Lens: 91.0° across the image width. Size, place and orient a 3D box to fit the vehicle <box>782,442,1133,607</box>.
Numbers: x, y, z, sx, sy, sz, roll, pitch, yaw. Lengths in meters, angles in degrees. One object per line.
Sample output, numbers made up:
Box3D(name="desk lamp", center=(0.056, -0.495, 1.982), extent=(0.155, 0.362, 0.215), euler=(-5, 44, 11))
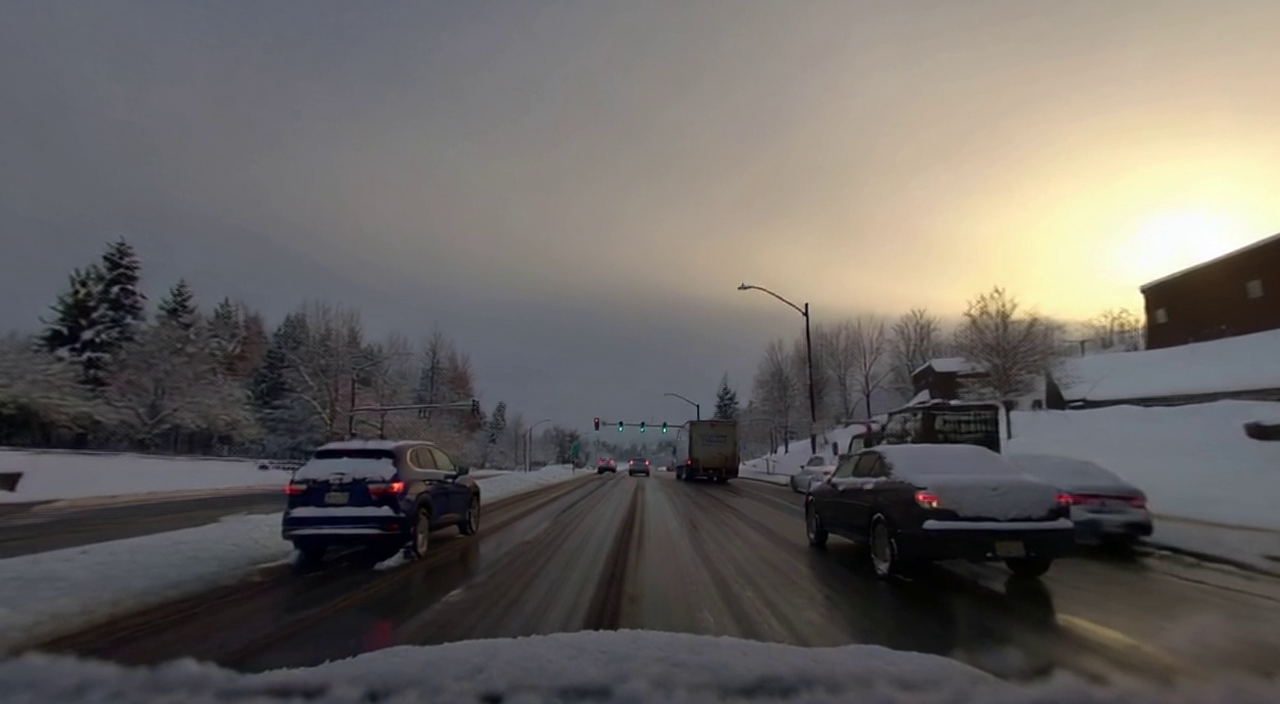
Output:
Box3D(name="vehicle", center=(3.416, 1.929, 8.180), extent=(1.915, 1.449, 4.970), euler=(0, -9, -1))

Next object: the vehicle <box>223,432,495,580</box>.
Box3D(name="vehicle", center=(-3.500, 1.976, 8.959), extent=(1.751, 1.540, 4.481), euler=(0, -9, 1))

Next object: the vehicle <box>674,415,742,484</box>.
Box3D(name="vehicle", center=(3.918, 6.042, 39.150), extent=(3.003, 3.680, 10.684), euler=(0, -9, 0))
